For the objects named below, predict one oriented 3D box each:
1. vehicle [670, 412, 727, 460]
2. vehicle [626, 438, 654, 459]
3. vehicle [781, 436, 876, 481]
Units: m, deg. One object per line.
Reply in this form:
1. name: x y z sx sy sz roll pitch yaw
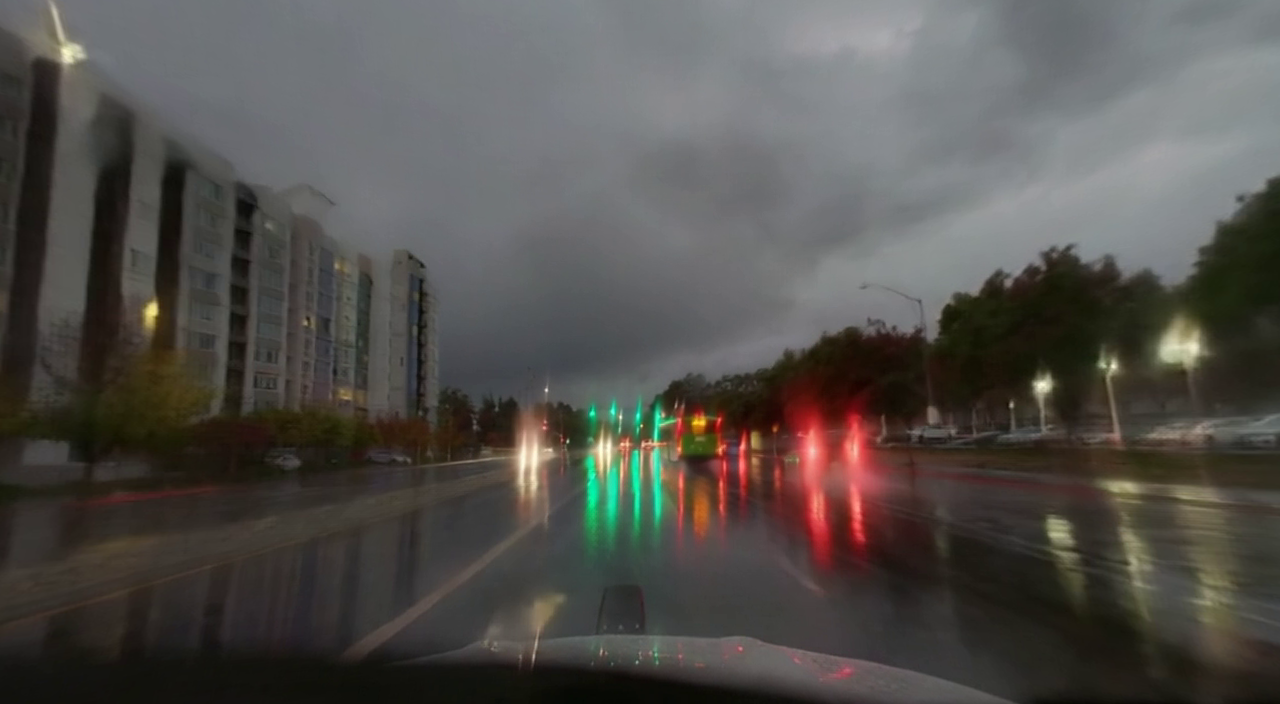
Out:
1. vehicle: 4.380 6.662 49.525 2.760 3.325 9.045 1 -9 -6
2. vehicle: -0.008 7.569 49.502 2.145 1.572 4.021 0 -9 0
3. vehicle: 6.706 3.838 22.997 1.992 1.447 4.414 0 -9 -1
